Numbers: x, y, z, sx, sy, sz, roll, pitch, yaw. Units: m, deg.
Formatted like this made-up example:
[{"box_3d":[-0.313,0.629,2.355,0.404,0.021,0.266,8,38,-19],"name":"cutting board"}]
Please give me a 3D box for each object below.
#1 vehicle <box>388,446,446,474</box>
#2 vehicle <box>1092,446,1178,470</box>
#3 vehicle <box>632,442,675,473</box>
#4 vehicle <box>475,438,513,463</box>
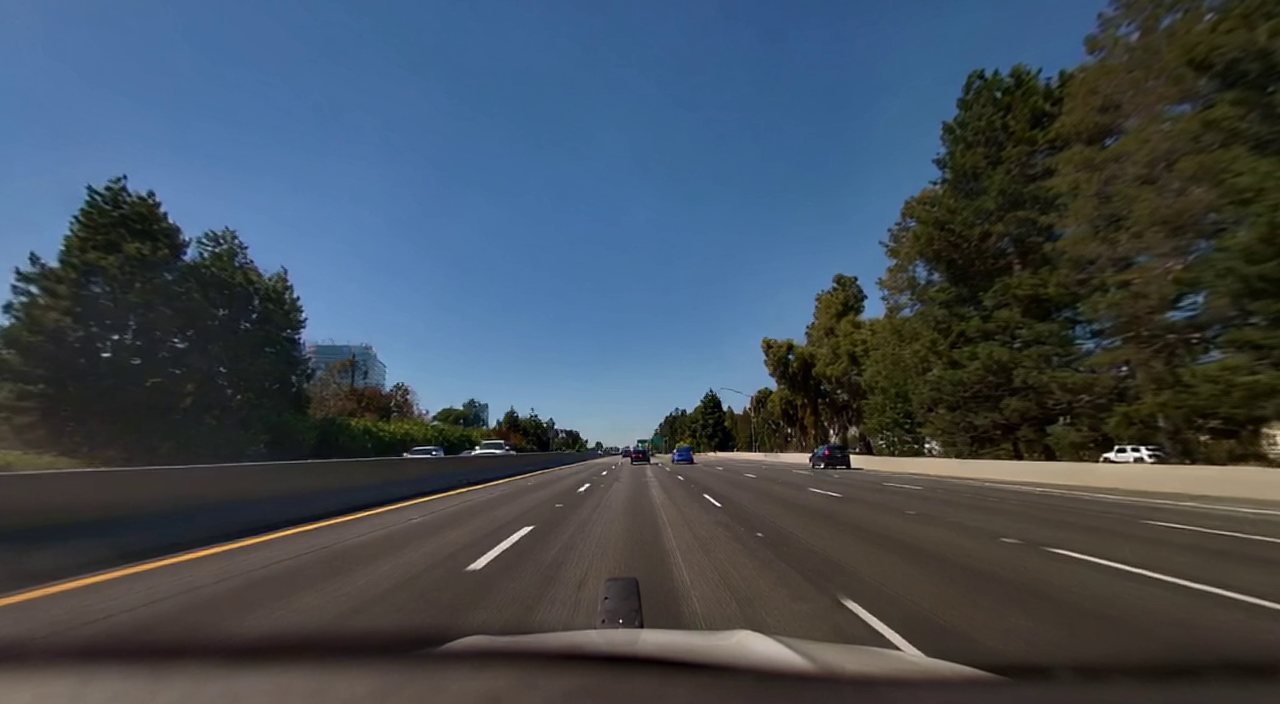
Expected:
[{"box_3d":[-14.409,6.971,41.089,1.945,1.685,4.730,0,-8,1],"name":"vehicle"},{"box_3d":[32.270,6.907,41.345,1.886,1.450,4.349,1,-9,-4],"name":"vehicle"},{"box_3d":[0.719,6.144,36.924,2.124,1.673,4.545,1,-9,-4],"name":"vehicle"},{"box_3d":[-9.882,6.673,43.110,1.853,1.600,4.030,1,-8,-3],"name":"vehicle"}]
